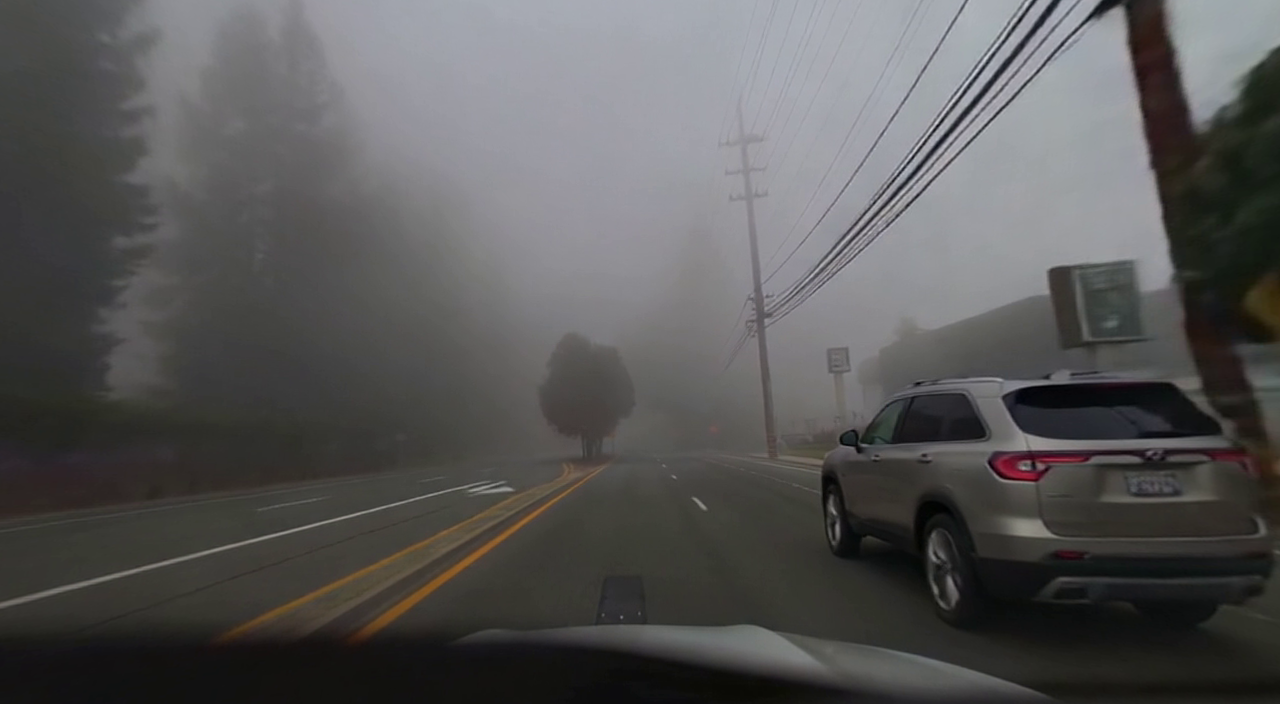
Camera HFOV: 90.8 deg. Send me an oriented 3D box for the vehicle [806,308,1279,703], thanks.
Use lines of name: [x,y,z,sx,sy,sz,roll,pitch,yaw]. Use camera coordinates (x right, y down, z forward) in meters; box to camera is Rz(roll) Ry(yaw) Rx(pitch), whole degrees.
vehicle: [3.008,1.049,4.961,2.060,1.820,4.713,0,-8,-1]
